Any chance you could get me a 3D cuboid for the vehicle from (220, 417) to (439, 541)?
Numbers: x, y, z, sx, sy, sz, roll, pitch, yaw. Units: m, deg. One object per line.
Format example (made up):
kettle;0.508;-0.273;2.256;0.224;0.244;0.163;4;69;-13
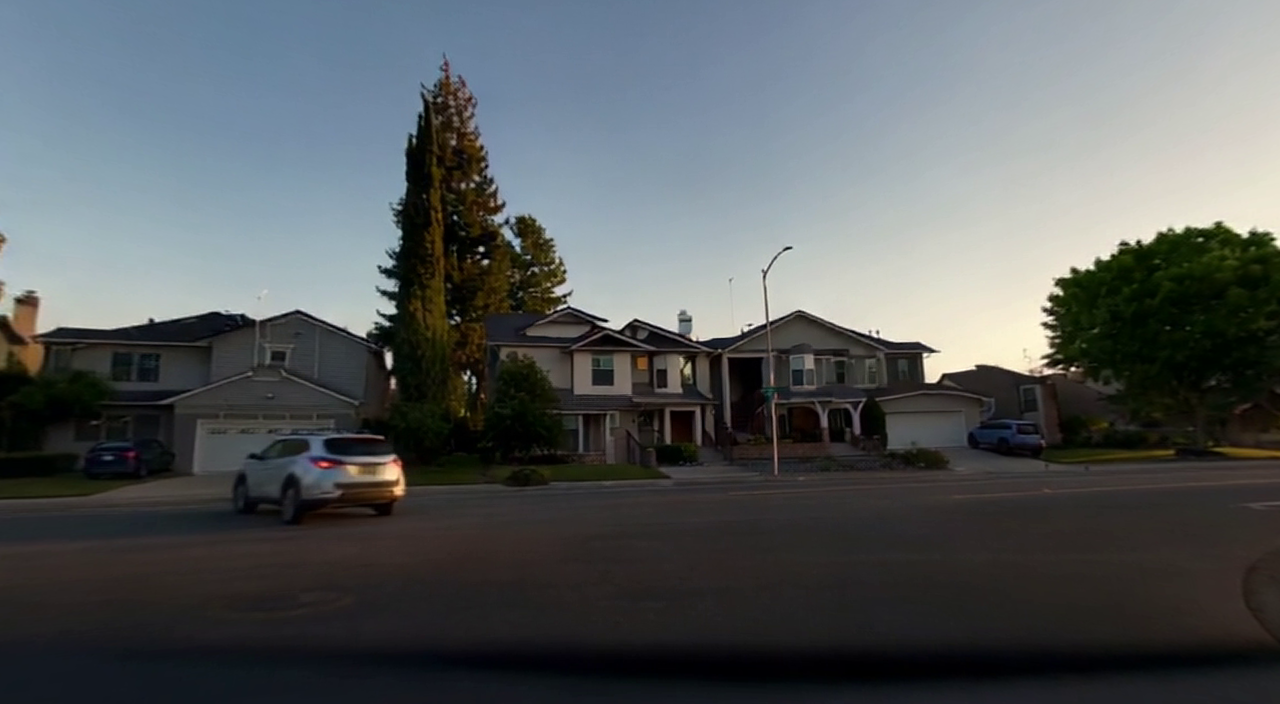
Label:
vehicle;-5.557;2.100;11.072;2.145;1.695;4.210;8;-12;-43
